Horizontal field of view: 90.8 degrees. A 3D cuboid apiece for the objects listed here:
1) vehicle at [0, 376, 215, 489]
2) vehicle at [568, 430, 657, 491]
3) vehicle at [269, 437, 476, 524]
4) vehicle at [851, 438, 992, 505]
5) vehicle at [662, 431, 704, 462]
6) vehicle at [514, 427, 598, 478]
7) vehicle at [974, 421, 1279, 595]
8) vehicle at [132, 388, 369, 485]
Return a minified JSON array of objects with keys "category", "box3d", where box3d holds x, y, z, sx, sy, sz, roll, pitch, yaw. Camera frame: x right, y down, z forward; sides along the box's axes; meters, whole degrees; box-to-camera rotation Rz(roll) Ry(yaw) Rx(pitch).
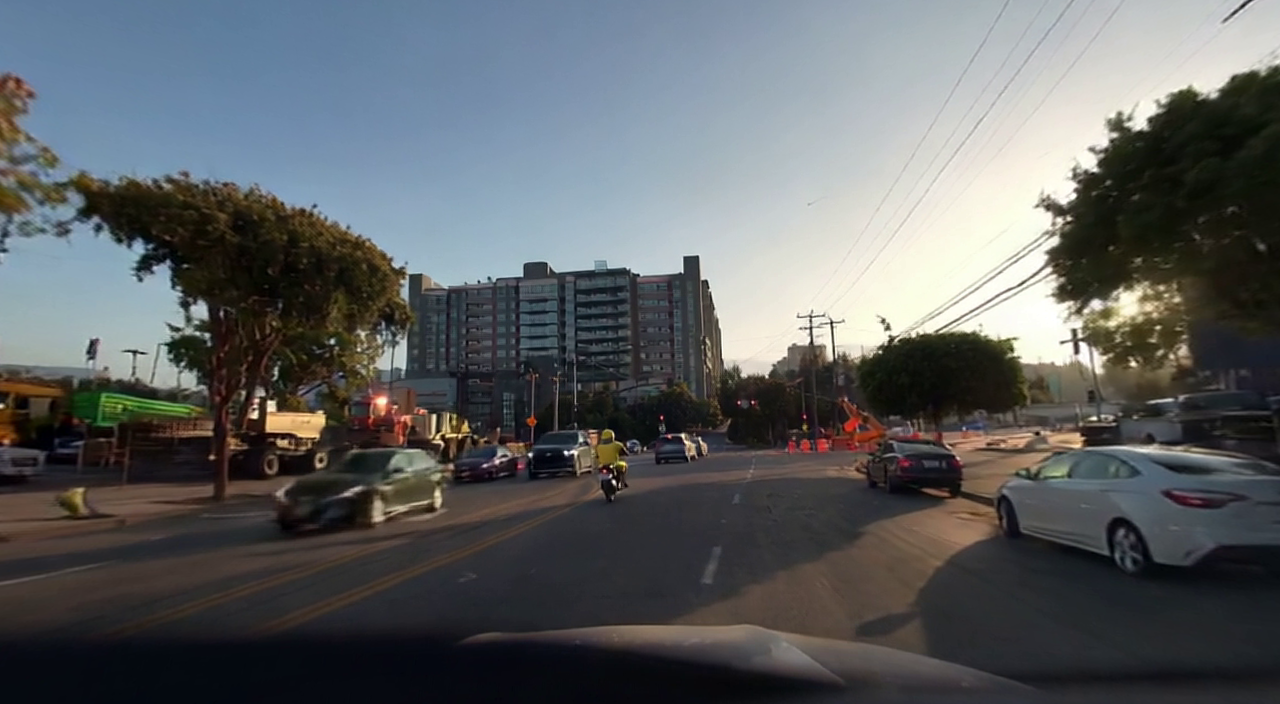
[{"category":"vehicle","box3d":[-20.860,3.033,23.768,3.283,3.441,8.669,-1,-7,4]},{"category":"vehicle","box3d":[-0.690,3.233,19.151,1.925,1.602,4.090,-2,-8,9]},{"category":"vehicle","box3d":[-5.343,2.606,13.532,2.105,1.509,4.753,-1,-8,4]},{"category":"vehicle","box3d":[6.987,2.986,16.292,1.973,1.457,4.522,-1,-8,6]},{"category":"vehicle","box3d":[3.027,6.409,42.945,2.295,1.929,5.498,-2,-8,9]},{"category":"vehicle","box3d":[-3.379,4.255,26.990,2.222,1.911,5.988,-1,-8,6]},{"category":"vehicle","box3d":[5.977,1.792,7.580,1.891,1.442,4.560,-2,-13,7]},{"category":"vehicle","box3d":[-14.765,3.437,25.317,2.990,3.144,9.080,-1,-8,6]}]
